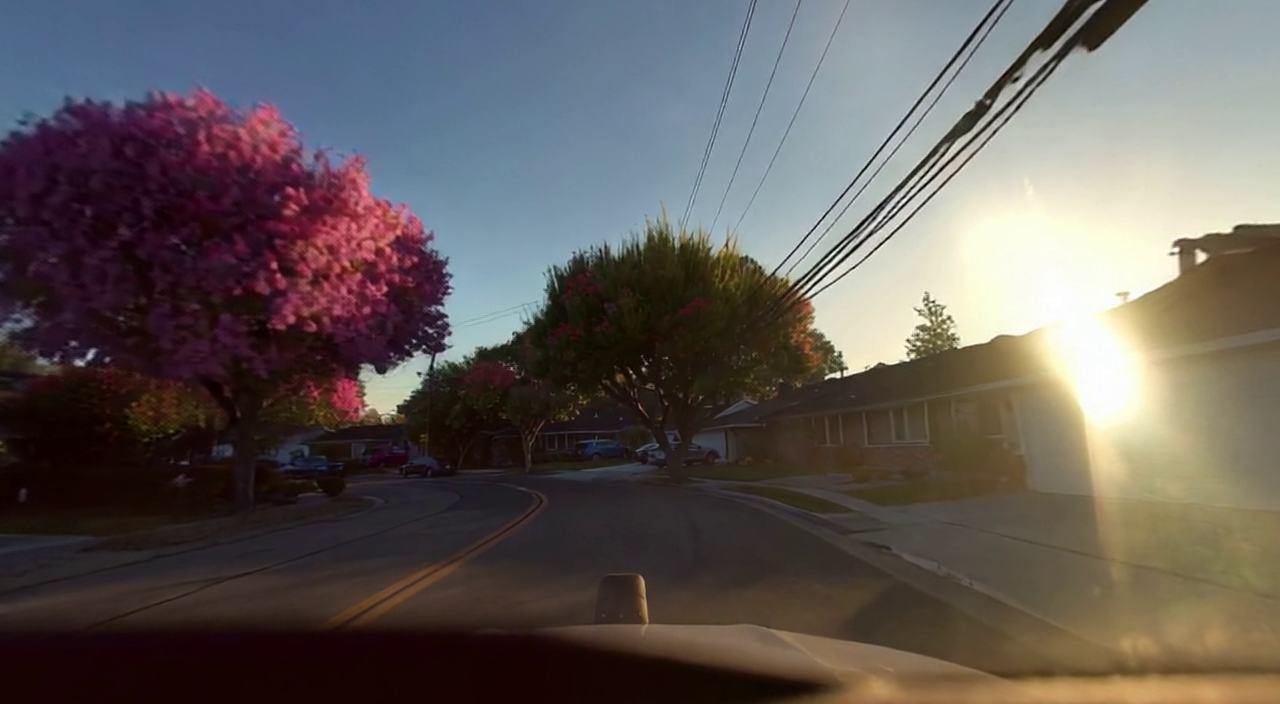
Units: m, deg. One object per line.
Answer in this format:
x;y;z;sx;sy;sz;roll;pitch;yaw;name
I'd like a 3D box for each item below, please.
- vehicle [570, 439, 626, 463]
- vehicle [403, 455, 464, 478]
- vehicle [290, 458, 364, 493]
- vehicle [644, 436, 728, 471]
-3.229;7.719;49.332;2.043;1.819;4.476;-6;-10;33;vehicle
-14.674;8.089;44.785;4.019;1.484;1.978;-6;-10;33;vehicle
-17.254;6.749;34.806;3.897;1.493;1.942;-3;-6;34;vehicle
2.717;5.912;36.955;4.459;1.738;1.930;1;-8;-28;vehicle
